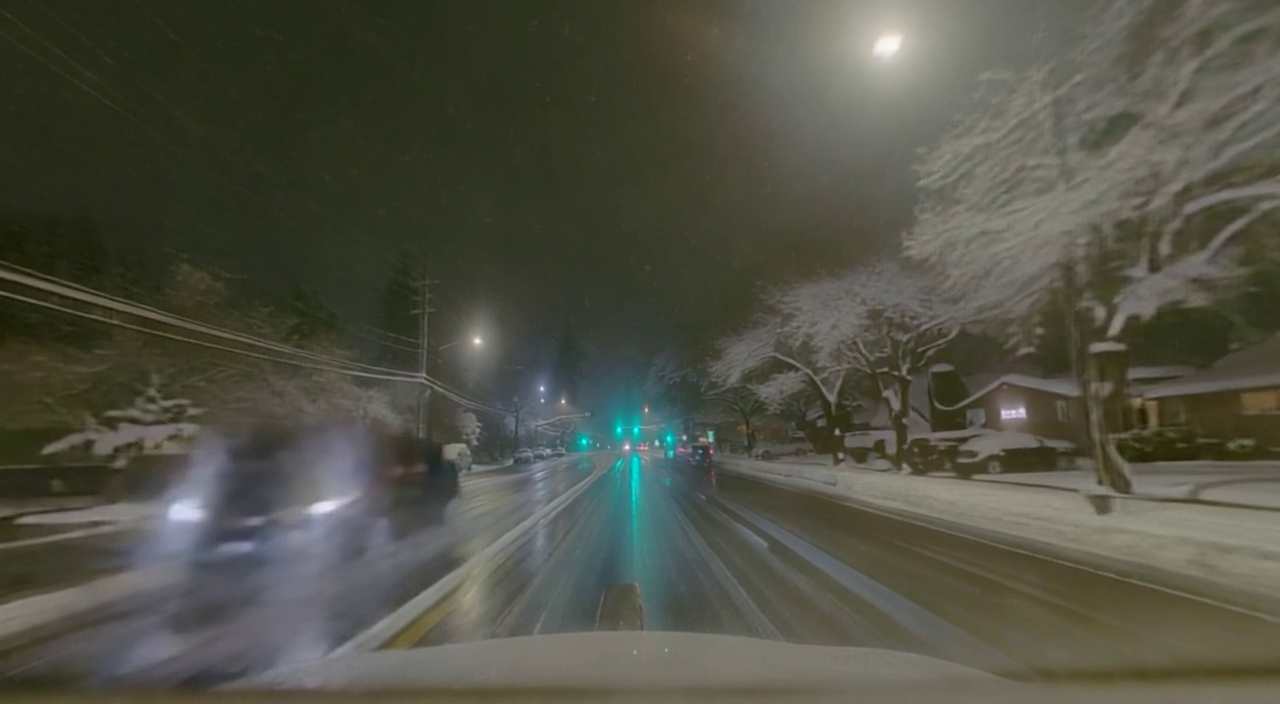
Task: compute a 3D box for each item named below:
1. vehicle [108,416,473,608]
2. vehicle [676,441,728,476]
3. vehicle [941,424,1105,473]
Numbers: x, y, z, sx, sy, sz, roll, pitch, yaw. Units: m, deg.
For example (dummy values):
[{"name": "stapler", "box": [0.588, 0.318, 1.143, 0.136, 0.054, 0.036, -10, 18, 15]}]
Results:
[{"name": "vehicle", "box": [-3.692, 1.745, 7.853, 2.076, 1.688, 4.284, 0, -8, 0]}, {"name": "vehicle", "box": [2.928, 5.146, 30.751, 1.983, 1.557, 4.078, 0, -8, -2]}, {"name": "vehicle", "box": [12.600, 3.208, 21.024, 4.183, 1.516, 1.884, -1, -8, 2]}]
